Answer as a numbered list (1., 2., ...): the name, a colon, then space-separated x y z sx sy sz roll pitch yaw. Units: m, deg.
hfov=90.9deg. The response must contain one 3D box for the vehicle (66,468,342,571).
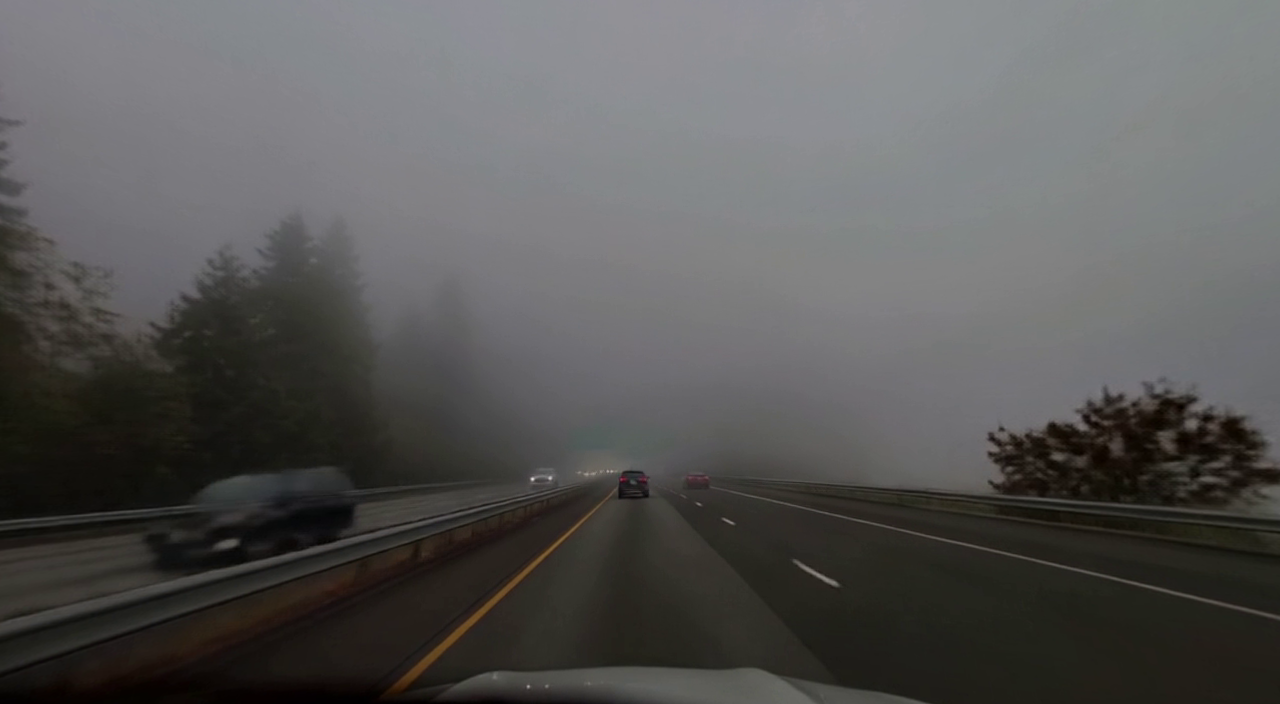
1. vehicle: -7.580 2.917 11.667 1.872 1.487 4.411 1 -10 1

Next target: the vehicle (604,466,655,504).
1. vehicle: -0.419 5.733 27.396 2.060 1.473 3.726 1 -10 0
